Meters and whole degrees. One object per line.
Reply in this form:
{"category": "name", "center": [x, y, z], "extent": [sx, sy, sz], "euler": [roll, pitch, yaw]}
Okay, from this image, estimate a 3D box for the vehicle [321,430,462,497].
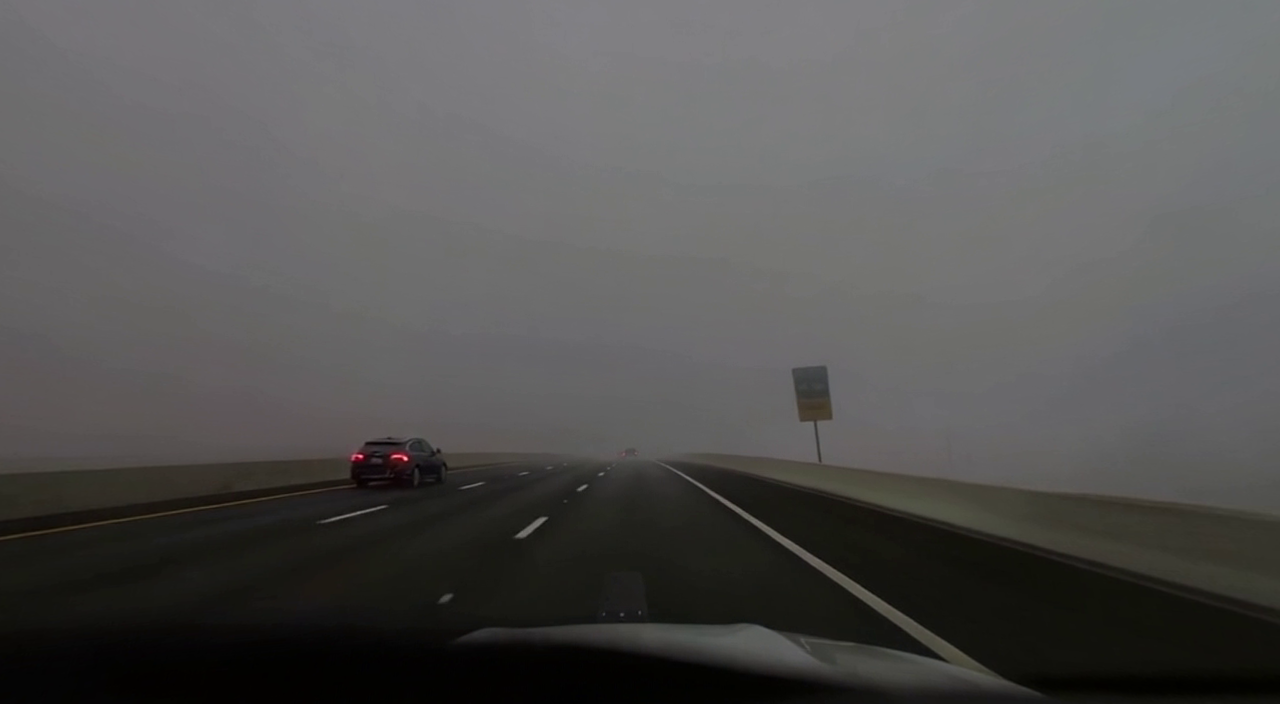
{"category": "vehicle", "center": [-6.978, 3.191, 18.383], "extent": [2.109, 1.692, 4.712], "euler": [0, -9, 1]}
